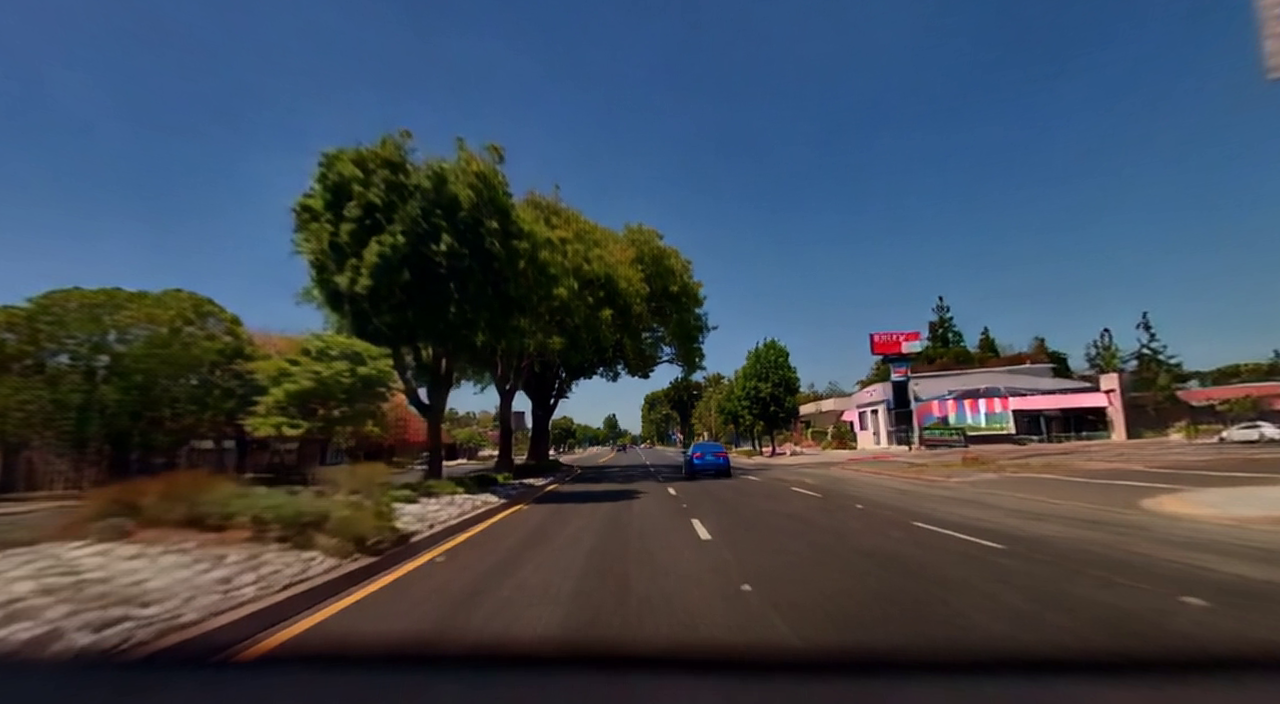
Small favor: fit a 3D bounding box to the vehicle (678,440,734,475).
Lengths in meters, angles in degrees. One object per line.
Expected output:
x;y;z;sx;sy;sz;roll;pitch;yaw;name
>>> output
2.837;4.627;28.067;1.929;1.411;4.284;0;-8;-1;vehicle
